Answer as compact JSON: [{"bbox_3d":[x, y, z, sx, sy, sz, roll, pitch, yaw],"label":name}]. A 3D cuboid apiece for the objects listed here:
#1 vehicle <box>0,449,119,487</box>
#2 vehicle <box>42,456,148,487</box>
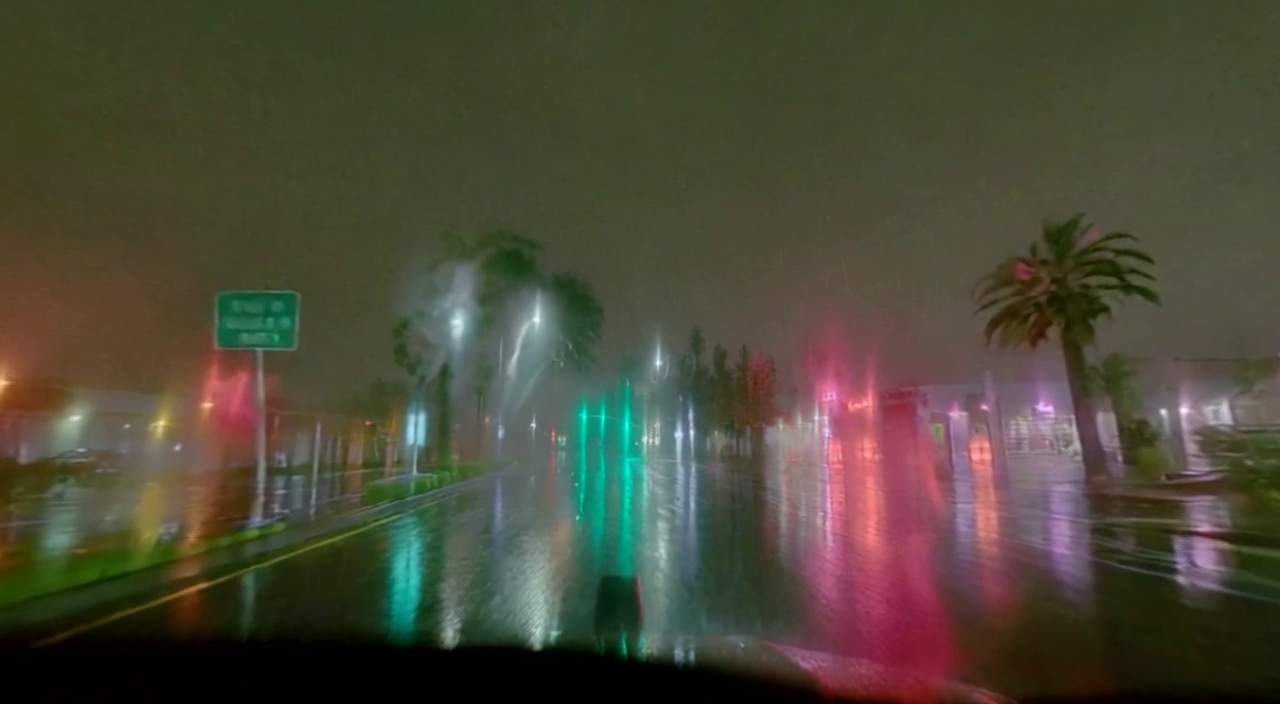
[{"bbox_3d":[-33.086,6.542,36.071,2.236,1.982,5.467,0,-9,-4],"label":"vehicle"},{"bbox_3d":[-30.188,6.617,35.193,1.945,1.444,4.428,-4,-9,1],"label":"vehicle"}]
